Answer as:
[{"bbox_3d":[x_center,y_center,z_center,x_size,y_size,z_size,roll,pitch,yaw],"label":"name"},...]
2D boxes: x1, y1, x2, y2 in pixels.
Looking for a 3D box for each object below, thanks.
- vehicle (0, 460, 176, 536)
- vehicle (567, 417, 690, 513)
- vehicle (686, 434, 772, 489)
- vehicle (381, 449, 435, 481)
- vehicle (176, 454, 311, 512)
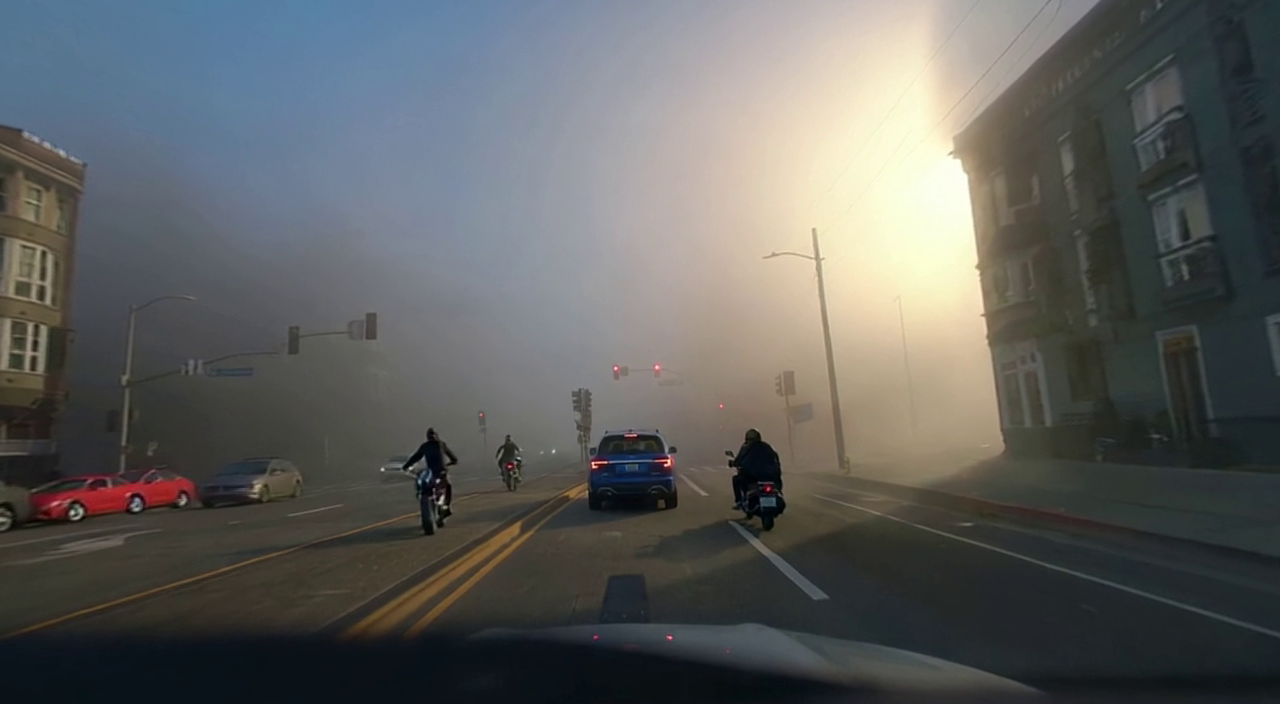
[{"bbox_3d":[-17.704,4.446,19.919,2.134,1.915,5.317,0,-9,-2],"label":"vehicle"},{"bbox_3d":[-0.203,2.403,13.776,2.265,1.748,4.130,0,-8,0],"label":"vehicle"},{"bbox_3d":[2.651,3.413,19.958,2.101,1.507,4.355,0,-8,0],"label":"vehicle"},{"bbox_3d":[-14.078,6.847,38.454,1.871,1.786,4.386,0,-9,-4],"label":"vehicle"},{"bbox_3d":[-13.814,4.530,22.372,1.926,1.732,4.635,0,-8,-3],"label":"vehicle"}]
